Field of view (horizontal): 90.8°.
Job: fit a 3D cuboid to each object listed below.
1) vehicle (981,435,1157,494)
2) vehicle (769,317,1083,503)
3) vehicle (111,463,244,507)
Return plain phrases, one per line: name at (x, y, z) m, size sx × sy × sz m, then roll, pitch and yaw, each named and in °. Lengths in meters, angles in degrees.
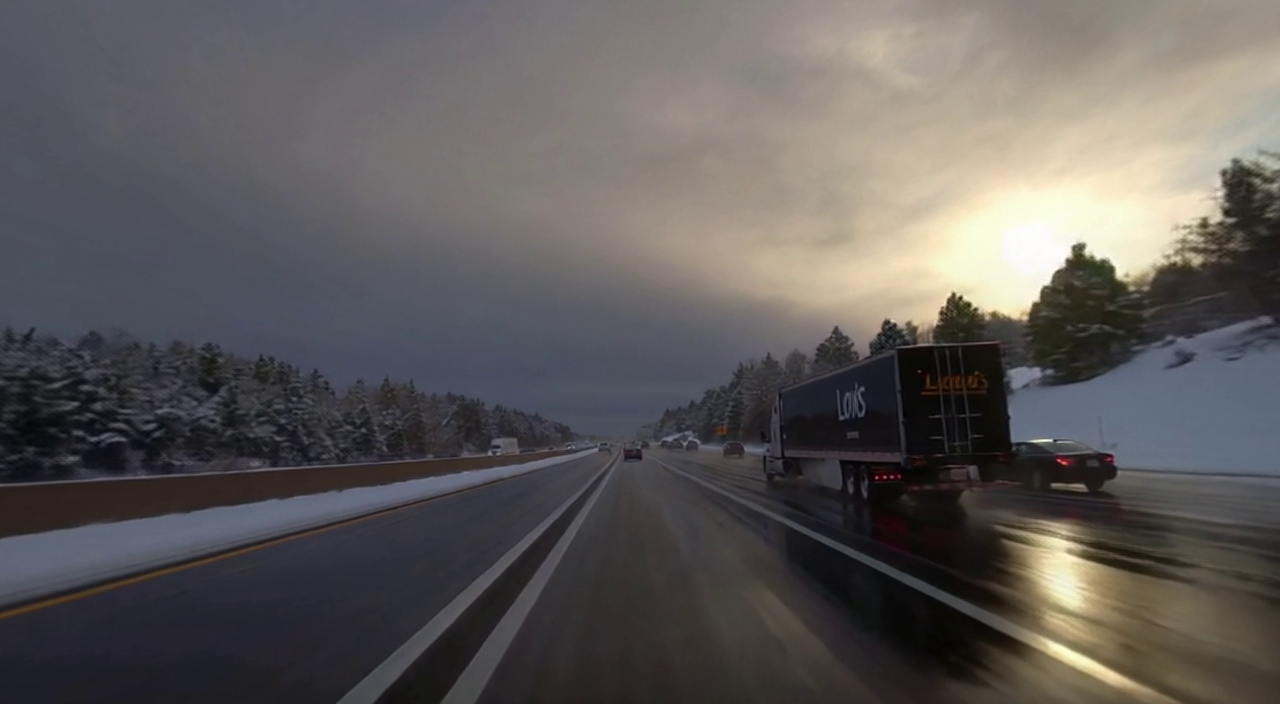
vehicle at (12.064, 3.191, 18.240) m, size 1.862 × 1.462 × 4.459 m, roll 0°, pitch -9°, yaw -1°
vehicle at (7.992, 2.483, 22.284) m, size 2.892 × 4.128 × 16.495 m, roll 0°, pitch -9°, yaw -2°
vehicle at (-18.641, 5.339, 25.784) m, size 2.023 × 1.481 × 4.530 m, roll 0°, pitch -9°, yaw -1°
